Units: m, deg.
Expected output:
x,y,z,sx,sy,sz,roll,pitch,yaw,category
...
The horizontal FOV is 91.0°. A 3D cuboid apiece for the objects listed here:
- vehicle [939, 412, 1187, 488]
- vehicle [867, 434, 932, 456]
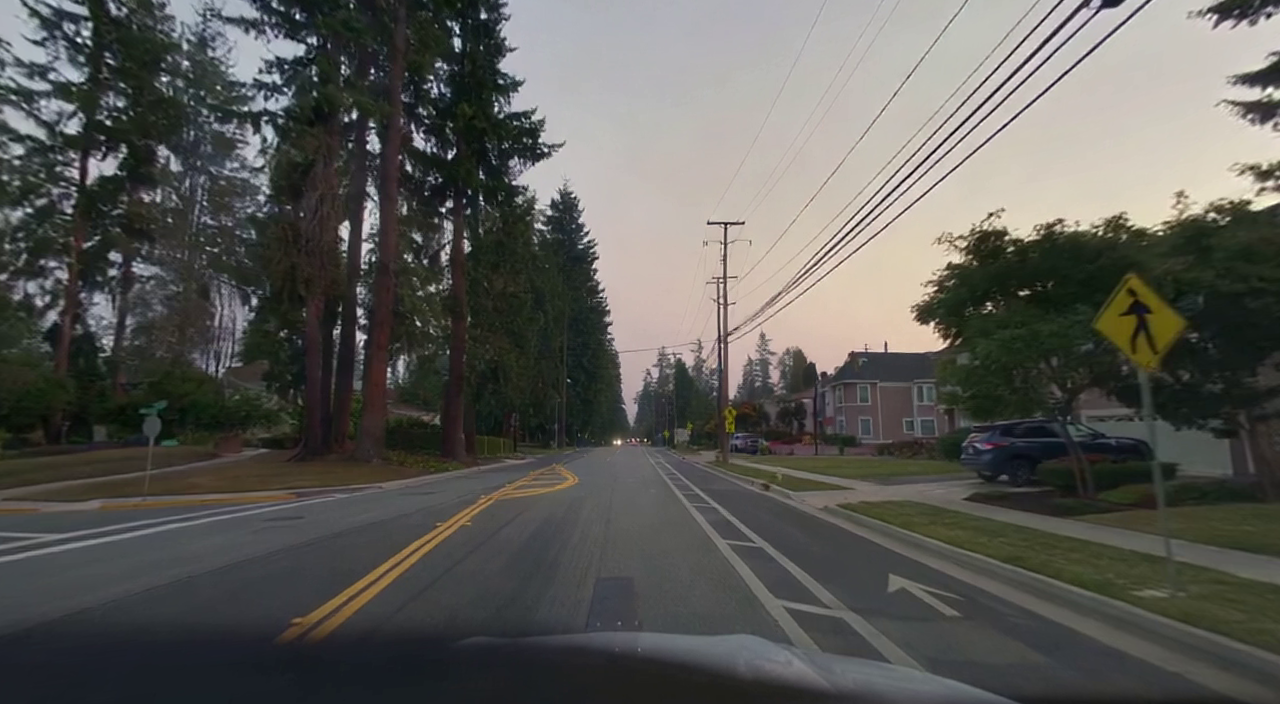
x,y,z,sx,sy,sz,roll,pitch,yaw,category
10.875,2.569,16.545,4.760,1.808,2.402,0,-9,-2,vehicle
20.180,7.231,49.068,3.943,1.664,2.391,0,-8,-2,vehicle
